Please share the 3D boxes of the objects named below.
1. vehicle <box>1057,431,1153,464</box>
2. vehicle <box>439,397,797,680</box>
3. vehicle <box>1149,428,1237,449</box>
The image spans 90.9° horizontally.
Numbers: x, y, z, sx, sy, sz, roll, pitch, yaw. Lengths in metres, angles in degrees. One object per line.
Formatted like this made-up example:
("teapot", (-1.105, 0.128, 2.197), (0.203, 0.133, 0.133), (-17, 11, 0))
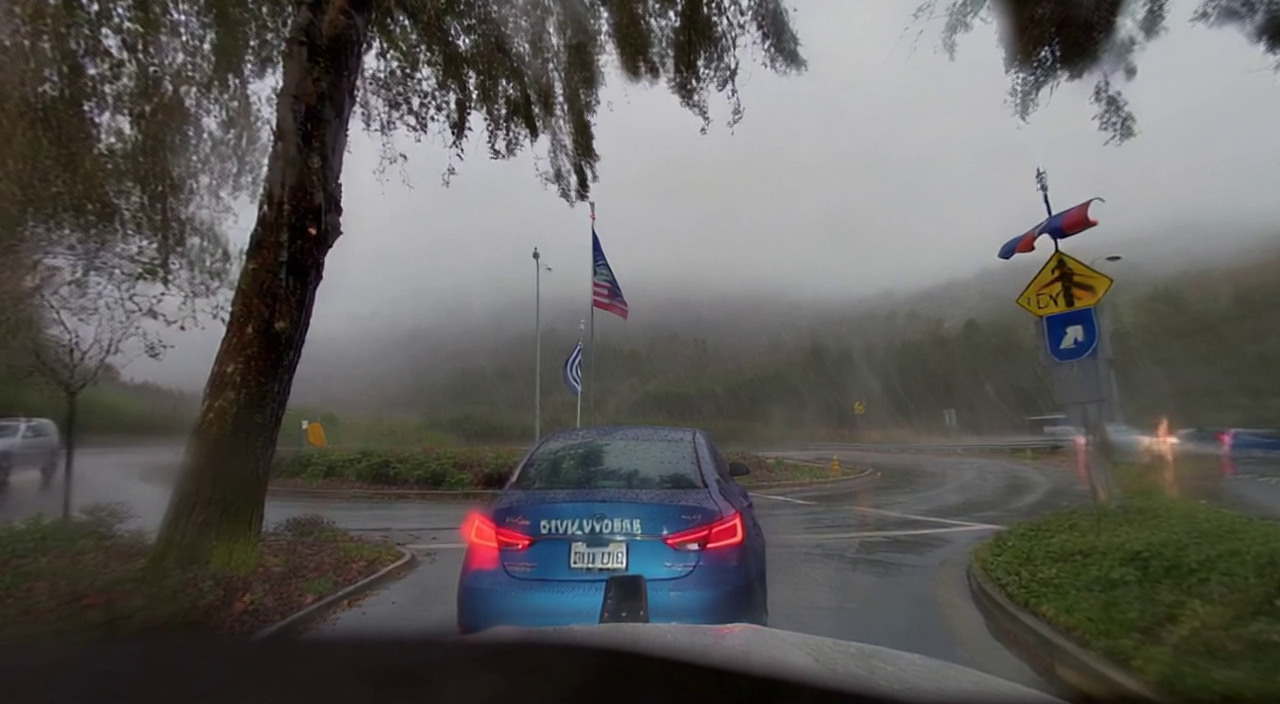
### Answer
("vehicle", (25.058, 5.154, 33.949), (4.485, 1.691, 2.132), (4, -10, -25))
("vehicle", (-0.017, 1.396, 5.741), (2.078, 1.607, 4.010), (-1, -9, 4))
("vehicle", (42.066, 6.584, 48.034), (4.652, 1.498, 1.783), (-2, -9, 11))
